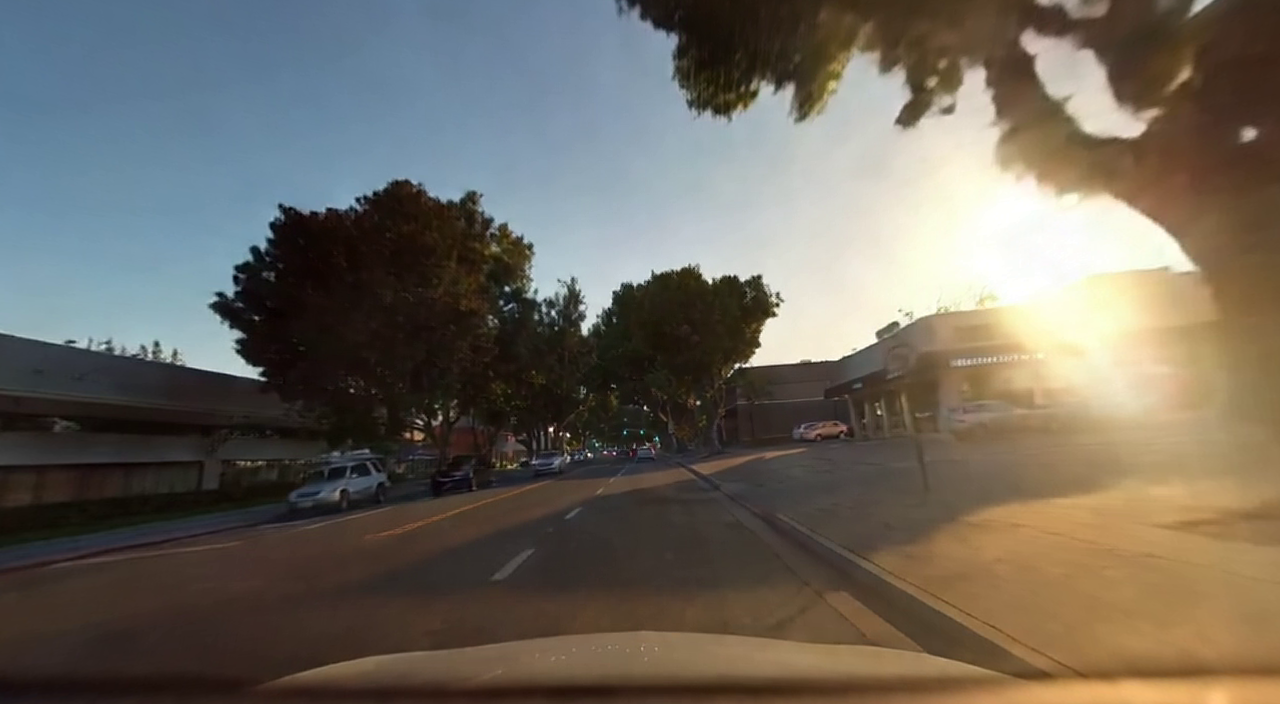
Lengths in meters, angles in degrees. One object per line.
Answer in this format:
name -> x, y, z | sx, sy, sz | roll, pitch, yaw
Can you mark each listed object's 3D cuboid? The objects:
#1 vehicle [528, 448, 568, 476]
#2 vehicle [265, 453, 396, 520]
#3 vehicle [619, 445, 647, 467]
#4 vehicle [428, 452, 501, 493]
vehicle -> -6.149, 7.336, 42.458 | 2.030, 1.701, 4.559 | -1, -8, 0
vehicle -> -10.898, 4.709, 22.755 | 2.102, 2.004, 5.285 | 0, -8, -1
vehicle -> -0.541, 7.782, 47.371 | 2.020, 1.478, 3.922 | 0, -8, -2
vehicle -> -7.938, 5.465, 28.966 | 2.038, 1.670, 4.468 | -1, -8, 1
